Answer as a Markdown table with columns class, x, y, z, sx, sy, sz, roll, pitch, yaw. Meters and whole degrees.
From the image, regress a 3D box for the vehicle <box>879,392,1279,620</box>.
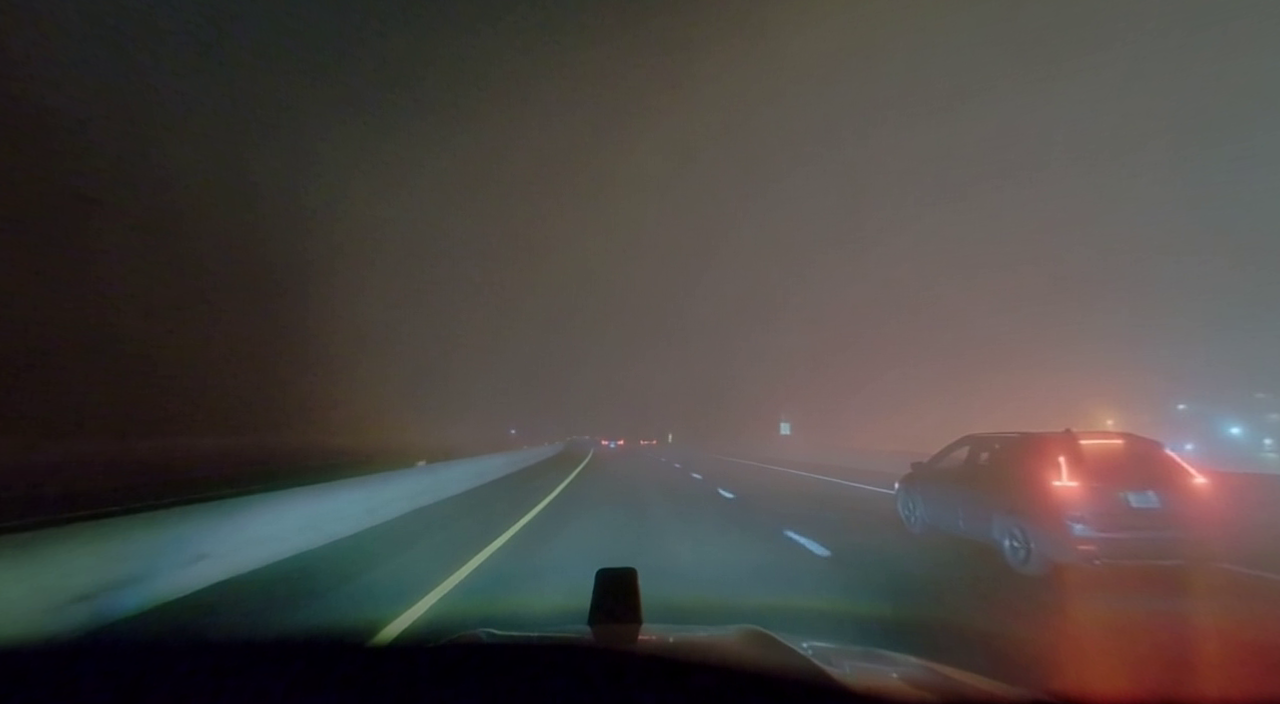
| class | x | y | z | sx | sy | sz | roll | pitch | yaw |
| --- | --- | --- | --- | --- | --- | --- | --- | --- | --- |
| vehicle | 4.001 | 1.281 | 6.097 | 1.852 | 1.513 | 3.652 | 0 | -8 | -1 |

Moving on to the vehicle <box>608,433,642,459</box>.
| class | x | y | z | sx | sy | sz | roll | pitch | yaw |
| --- | --- | --- | --- | --- | --- | --- | --- | --- | --- |
| vehicle | -0.989 | 5.905 | 39.731 | 1.998 | 1.512 | 3.735 | 1 | -8 | -3 |
